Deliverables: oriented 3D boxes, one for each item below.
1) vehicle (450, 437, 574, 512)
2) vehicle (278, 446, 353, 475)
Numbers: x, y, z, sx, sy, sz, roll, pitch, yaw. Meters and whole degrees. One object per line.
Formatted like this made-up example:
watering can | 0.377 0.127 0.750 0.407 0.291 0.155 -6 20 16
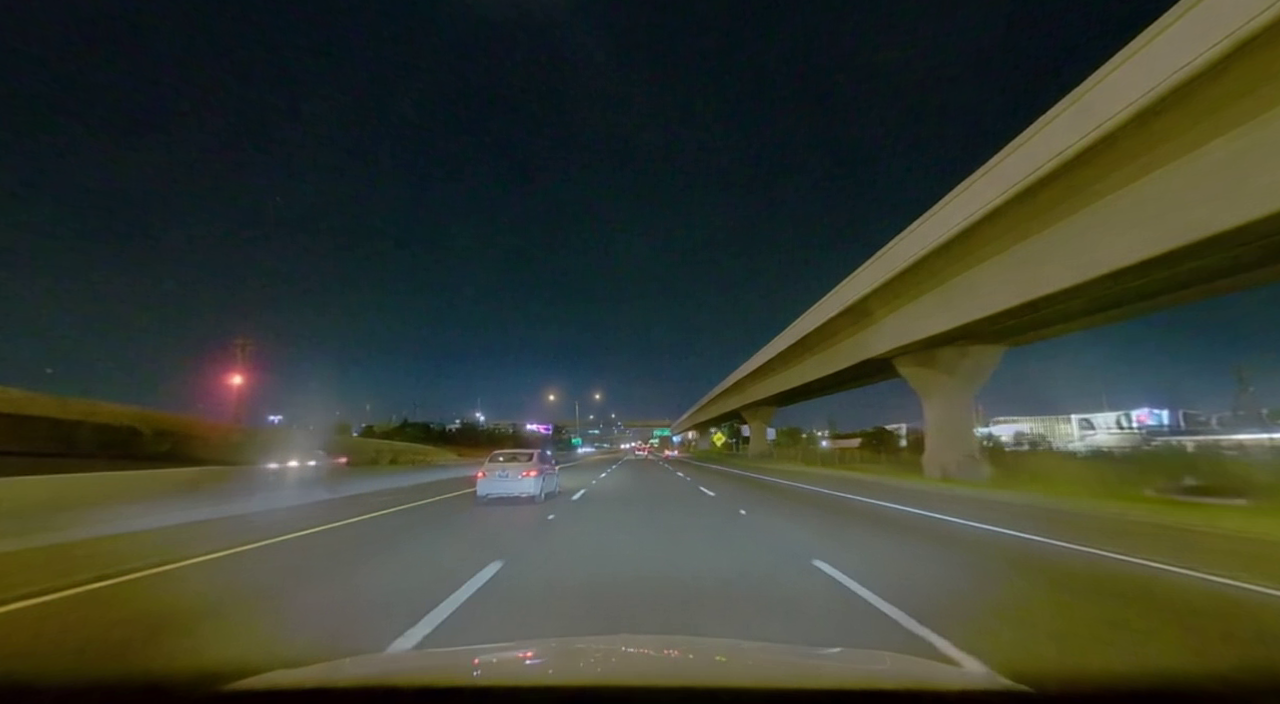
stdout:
vehicle | -2.956 2.940 15.718 2.029 1.557 4.570 0 -9 1
vehicle | -21.764 7.287 42.695 2.092 1.783 5.548 0 -9 0
